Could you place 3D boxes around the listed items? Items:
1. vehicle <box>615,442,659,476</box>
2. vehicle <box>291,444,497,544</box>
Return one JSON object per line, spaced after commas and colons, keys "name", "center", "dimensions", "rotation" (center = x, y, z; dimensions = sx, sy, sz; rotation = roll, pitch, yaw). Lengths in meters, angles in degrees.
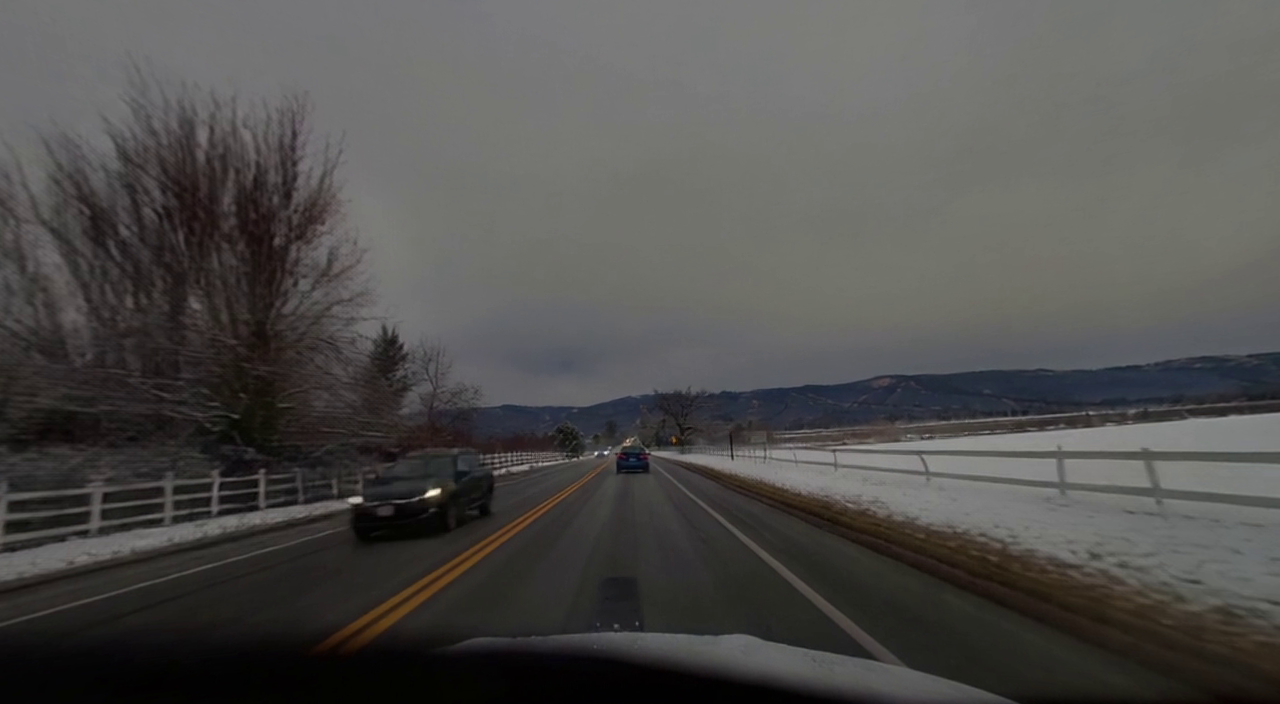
{"name": "vehicle", "center": [-0.165, 5.580, 33.253], "dimensions": [2.158, 1.669, 4.006], "rotation": [0, -9, 0]}
{"name": "vehicle", "center": [-4.423, 2.601, 12.373], "dimensions": [2.107, 1.534, 4.752], "rotation": [0, -9, 0]}
